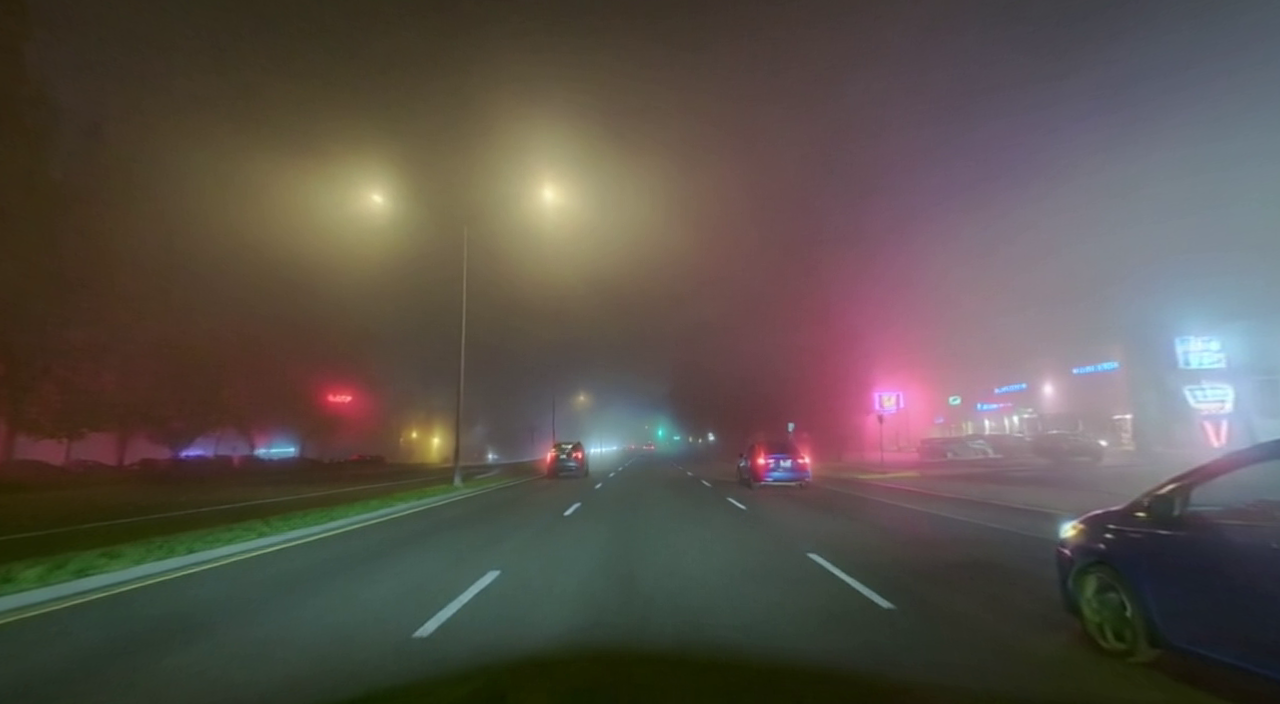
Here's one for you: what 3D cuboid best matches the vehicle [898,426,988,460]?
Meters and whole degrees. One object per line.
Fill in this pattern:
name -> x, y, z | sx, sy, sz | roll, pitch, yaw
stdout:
vehicle -> 20.779, 6.291, 43.779 | 2.705, 2.011, 7.332 | -3, -8, 1

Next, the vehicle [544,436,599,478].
vehicle -> -3.055, 4.804, 29.099 | 1.981, 1.731, 4.360 | 0, -8, 1

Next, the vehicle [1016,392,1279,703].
vehicle -> 3.590, 0.827, 1.959 | 1.976, 1.491, 4.714 | 0, -8, 1

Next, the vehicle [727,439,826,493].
vehicle -> 4.161, 3.545, 20.045 | 2.036, 1.480, 4.659 | 0, -8, -1

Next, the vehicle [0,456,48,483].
vehicle -> -43.790, 8.075, 43.396 | 1.895, 1.764, 4.510 | 1, -8, -5

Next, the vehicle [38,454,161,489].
vehicle -> -28.245, 6.228, 33.123 | 4.681, 1.623, 1.998 | 7, -11, -39

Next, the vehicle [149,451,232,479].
vehicle -> -30.741, 7.706, 43.303 | 1.925, 1.776, 4.722 | -1, -8, 4
